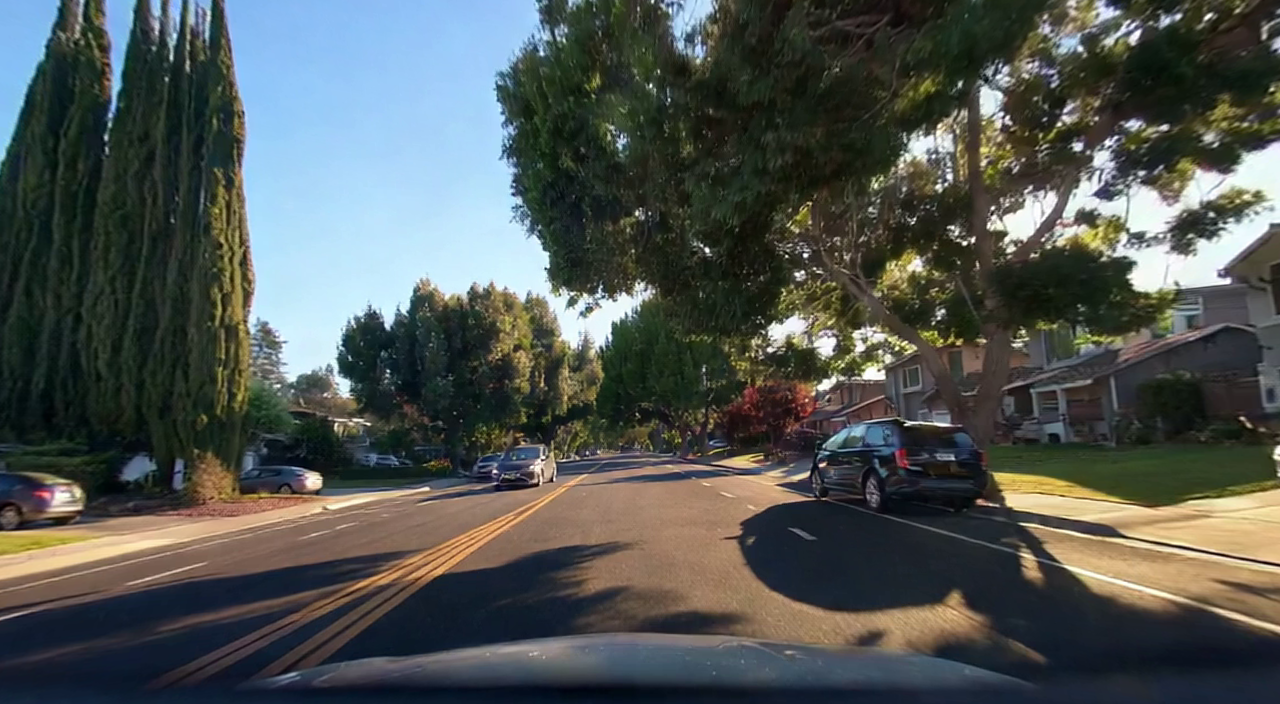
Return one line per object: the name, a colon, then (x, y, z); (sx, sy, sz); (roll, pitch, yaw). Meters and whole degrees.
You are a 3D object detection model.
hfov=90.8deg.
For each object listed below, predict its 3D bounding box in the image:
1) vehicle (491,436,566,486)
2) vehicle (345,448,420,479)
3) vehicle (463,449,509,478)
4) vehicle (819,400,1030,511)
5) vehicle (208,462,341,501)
vehicle: (-4.437, 4.420, 26.032); (2.151, 1.830, 5.172); (0, -9, 0)
vehicle: (-19.683, 8.535, 48.445); (4.802, 1.868, 2.395); (-3, -7, -1)
vehicle: (-9.964, 7.216, 41.185); (1.931, 1.465, 4.683); (-5, -8, -3)
vehicle: (6.034, 2.320, 14.464); (2.205, 2.020, 5.634); (0, -9, 0)
vehicle: (-15.291, 5.429, 26.646); (4.353, 1.467, 1.931); (0, -9, -2)
